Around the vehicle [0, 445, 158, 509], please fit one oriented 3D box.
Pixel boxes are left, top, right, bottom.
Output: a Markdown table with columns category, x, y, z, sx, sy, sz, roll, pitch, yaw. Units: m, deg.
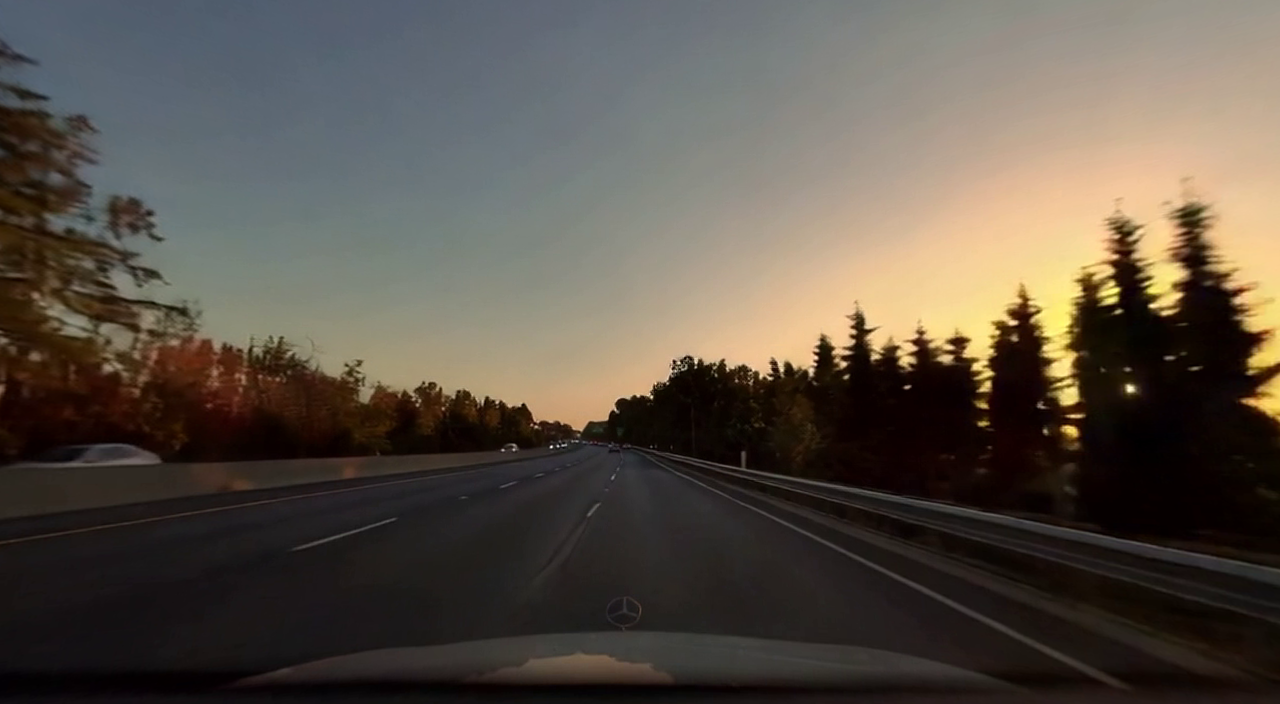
| category | x | y | z | sx | sy | sz | roll | pitch | yaw |
| --- | --- | --- | --- | --- | --- | --- | --- | --- | --- |
| vehicle | -15.721 | 3.297 | 17.102 | 1.912 | 1.509 | 4.292 | 0 | -9 | -1 |
